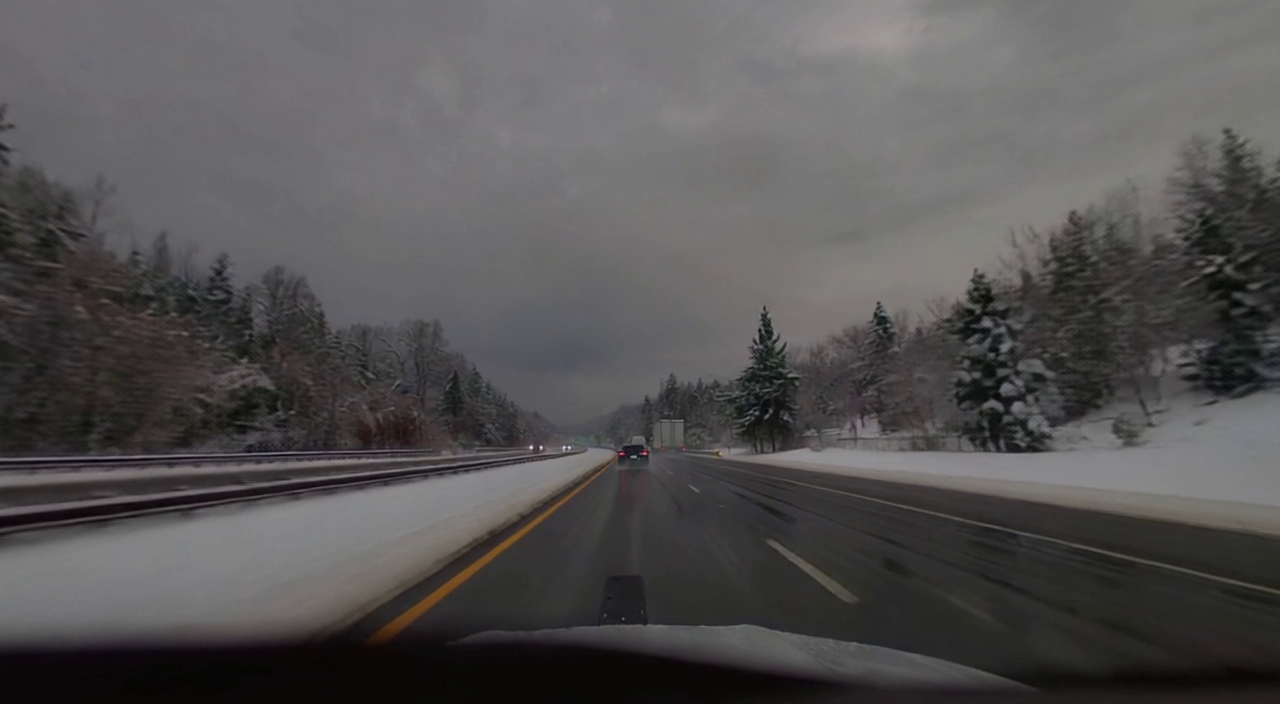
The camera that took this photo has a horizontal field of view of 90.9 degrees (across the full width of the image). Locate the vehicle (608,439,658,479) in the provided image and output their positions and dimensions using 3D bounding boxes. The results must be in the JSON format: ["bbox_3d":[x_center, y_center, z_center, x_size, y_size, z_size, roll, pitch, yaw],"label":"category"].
[{"bbox_3d":[-0.337,5.003,29.663,2.190,1.706,4.062,0,-9,0],"label":"vehicle"}]
